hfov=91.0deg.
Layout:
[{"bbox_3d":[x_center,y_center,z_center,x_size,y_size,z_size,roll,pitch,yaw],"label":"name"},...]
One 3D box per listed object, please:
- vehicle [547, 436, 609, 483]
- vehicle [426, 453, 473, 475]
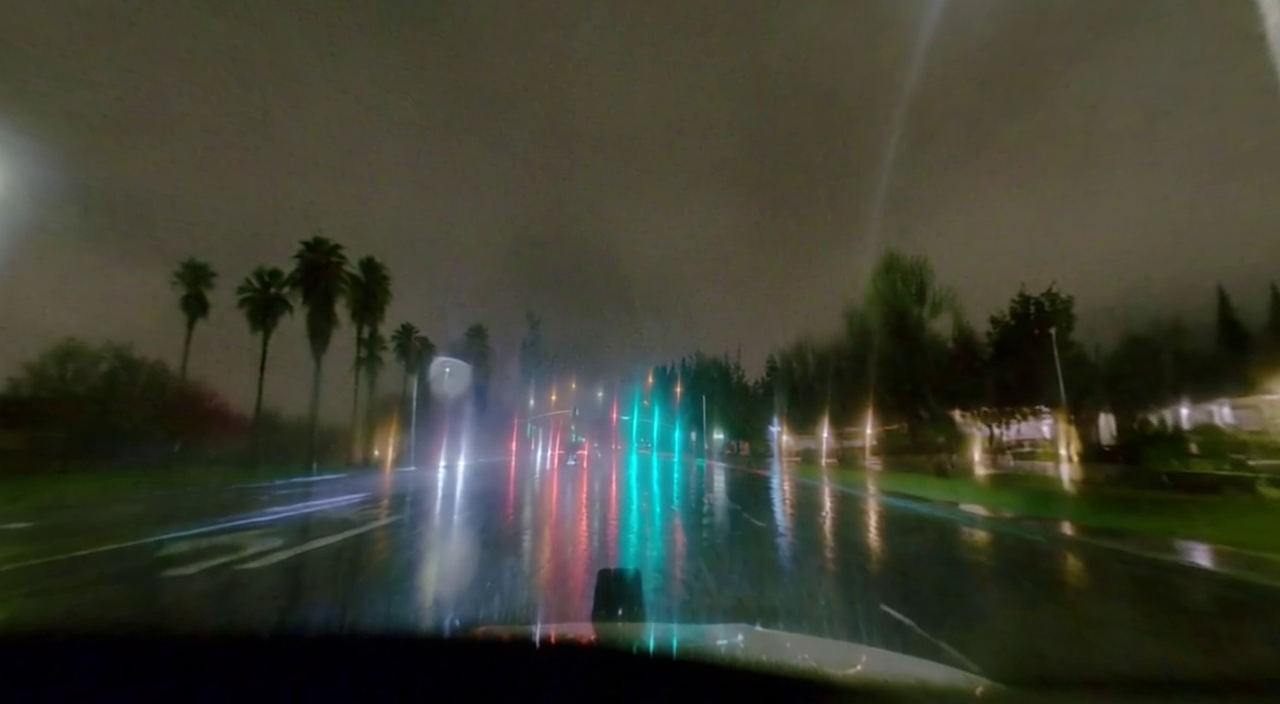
[{"bbox_3d":[-2.784,5.037,29.746,2.370,1.968,5.698,0,-9,0],"label":"vehicle"},{"bbox_3d":[-14.172,8.366,47.248,1.962,1.511,4.802,0,-9,1],"label":"vehicle"}]
